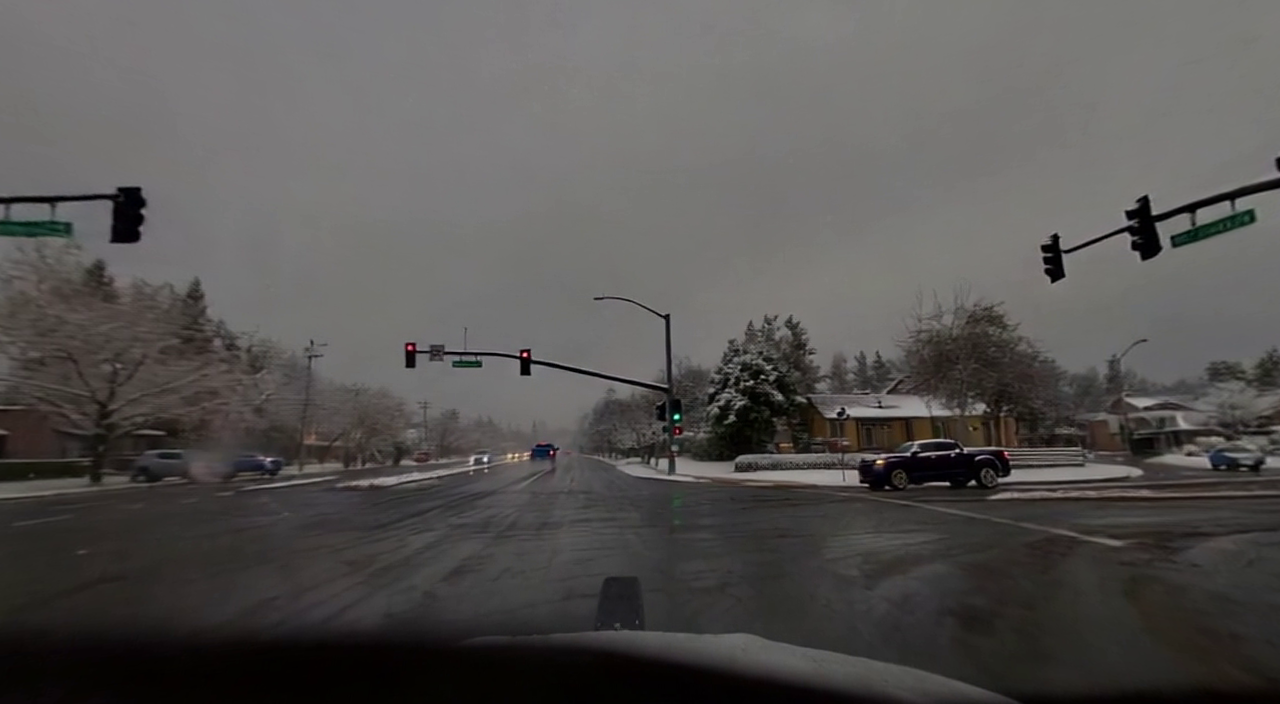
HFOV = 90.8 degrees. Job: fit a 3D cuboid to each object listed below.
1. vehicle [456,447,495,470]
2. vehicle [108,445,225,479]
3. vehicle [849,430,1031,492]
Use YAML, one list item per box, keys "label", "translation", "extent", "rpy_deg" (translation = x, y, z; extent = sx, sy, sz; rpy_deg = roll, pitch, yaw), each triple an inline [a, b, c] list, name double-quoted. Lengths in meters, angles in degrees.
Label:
- label: "vehicle"
  translation: [-11.847, 7.674, 45.809]
  extent: [2.069, 1.537, 4.719]
  rpy_deg: [1, -9, -6]
- label: "vehicle"
  translation: [-25.947, 6.023, 34.762]
  extent: [4.772, 1.745, 2.058]
  rpy_deg: [0, -9, 1]
- label: "vehicle"
  translation: [9.036, 3.300, 19.312]
  extent: [4.500, 1.761, 1.975]
  rpy_deg: [0, -9, -4]
